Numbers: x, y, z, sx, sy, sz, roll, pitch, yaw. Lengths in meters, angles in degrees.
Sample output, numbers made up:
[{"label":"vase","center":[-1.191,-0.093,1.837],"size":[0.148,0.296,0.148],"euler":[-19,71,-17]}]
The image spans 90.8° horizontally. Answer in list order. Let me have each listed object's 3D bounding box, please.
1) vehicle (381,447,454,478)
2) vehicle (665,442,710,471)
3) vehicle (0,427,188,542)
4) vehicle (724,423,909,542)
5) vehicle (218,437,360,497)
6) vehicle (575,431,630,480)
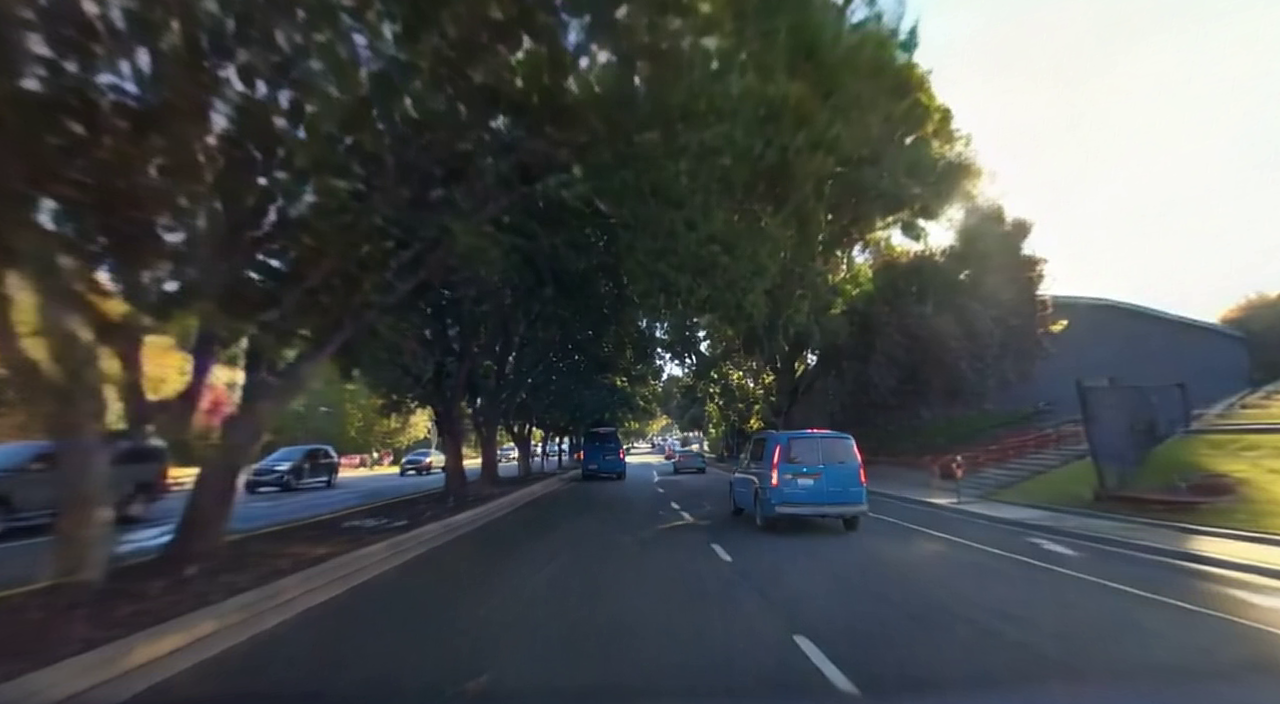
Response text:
[{"label":"vehicle","center":[-11.656,5.803,33.508],"size":[2.116,1.481,4.572],"euler":[0,-9,1]},{"label":"vehicle","center":[2.833,6.365,38.660],"size":[2.248,1.692,4.252],"euler":[0,-9,-2]},{"label":"vehicle","center":[-11.269,2.375,11.783],"size":[2.091,1.806,4.859],"euler":[0,-9,-1]},{"label":"vehicle","center":[2.805,2.179,11.165],"size":[1.965,1.671,4.146],"euler":[0,-9,-2]},{"label":"vehicle","center":[-11.459,3.774,21.107],"size":[2.192,1.754,4.569],"euler":[0,-9,-1]},{"label":"vehicle","center":[-1.622,4.681,28.843],"size":[2.228,2.054,4.309],"euler":[0,-9,0]}]
